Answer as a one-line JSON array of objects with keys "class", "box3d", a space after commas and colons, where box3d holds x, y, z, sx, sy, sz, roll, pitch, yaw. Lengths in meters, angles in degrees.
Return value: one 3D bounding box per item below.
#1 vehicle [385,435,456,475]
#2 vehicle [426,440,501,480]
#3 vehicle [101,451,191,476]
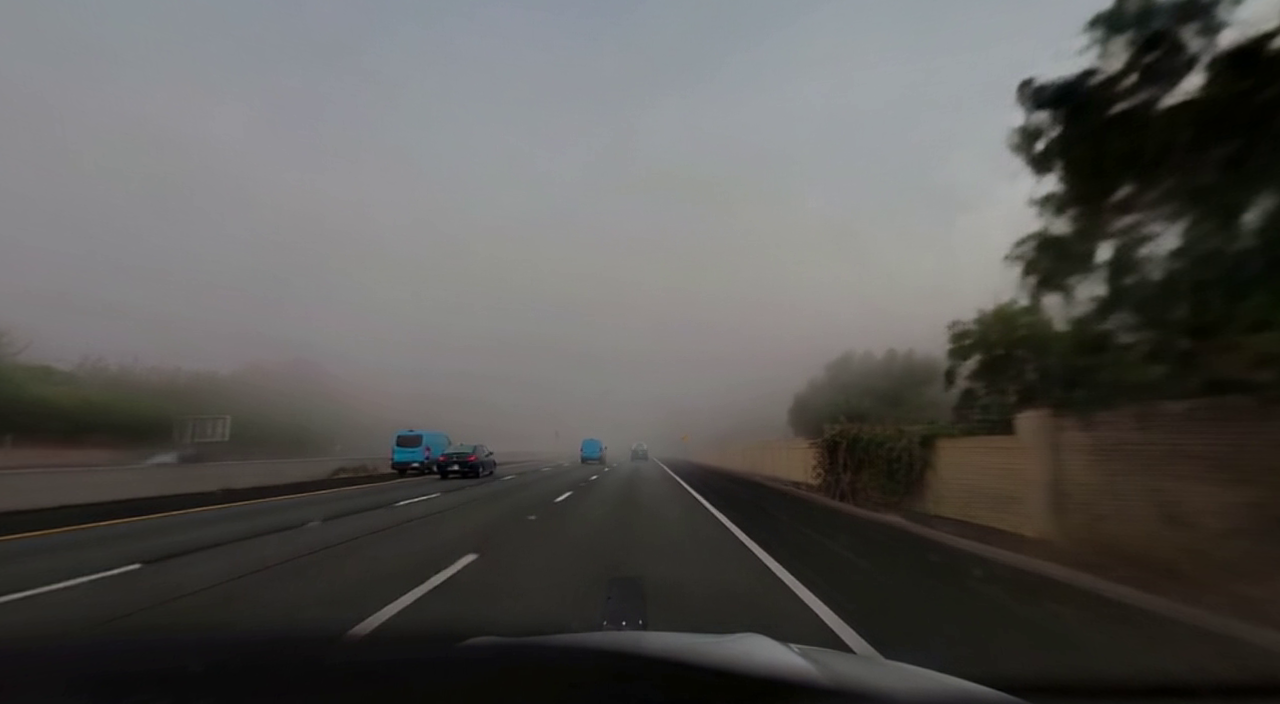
[{"class": "vehicle", "box3d": [-11.016, 5.202, 32.067, 1.977, 1.870, 4.525, 0, -8, 0]}, {"class": "vehicle", "box3d": [-7.544, 4.637, 27.320, 2.014, 1.598, 4.015, 0, -8, 1]}, {"class": "vehicle", "box3d": [-31.687, 7.123, 40.643, 2.068, 1.476, 4.548, 0, -8, 0]}]
